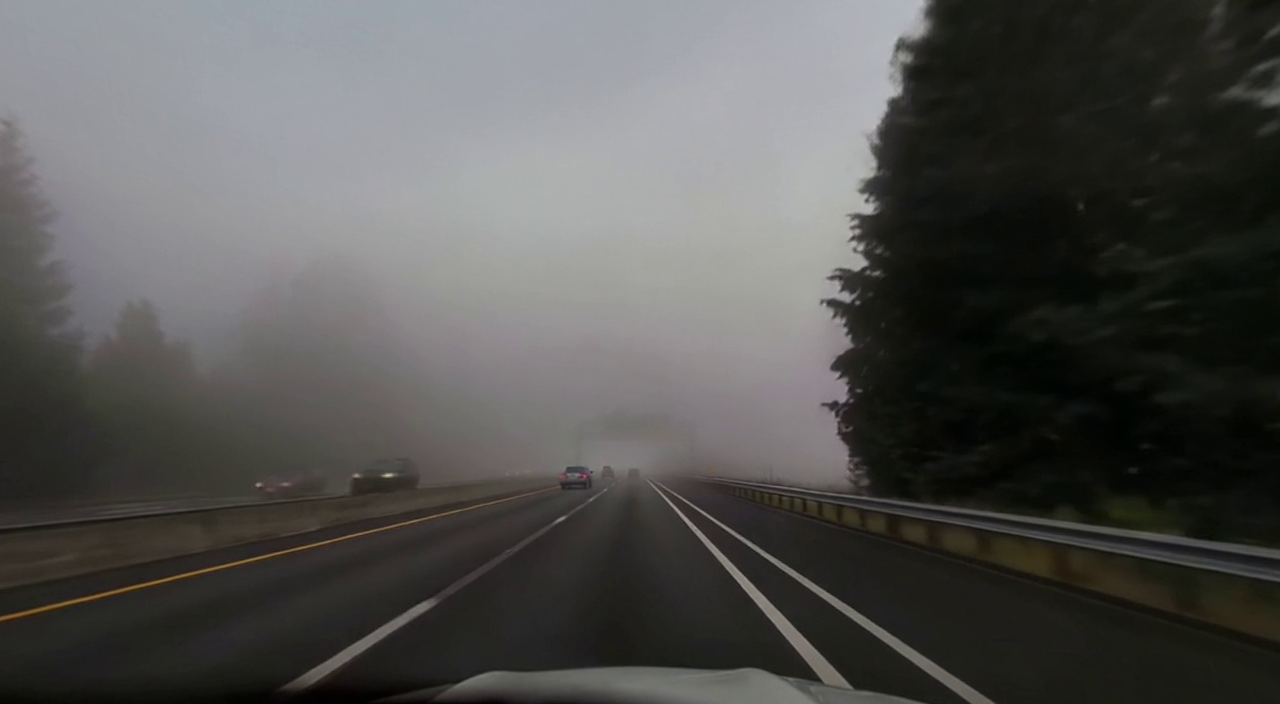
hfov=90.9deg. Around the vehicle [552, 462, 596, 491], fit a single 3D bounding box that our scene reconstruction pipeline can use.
[{"bbox_3d":[-4.104,7.871,39.921,2.239,1.687,4.598,1,-11,1],"label":"vehicle"}]
